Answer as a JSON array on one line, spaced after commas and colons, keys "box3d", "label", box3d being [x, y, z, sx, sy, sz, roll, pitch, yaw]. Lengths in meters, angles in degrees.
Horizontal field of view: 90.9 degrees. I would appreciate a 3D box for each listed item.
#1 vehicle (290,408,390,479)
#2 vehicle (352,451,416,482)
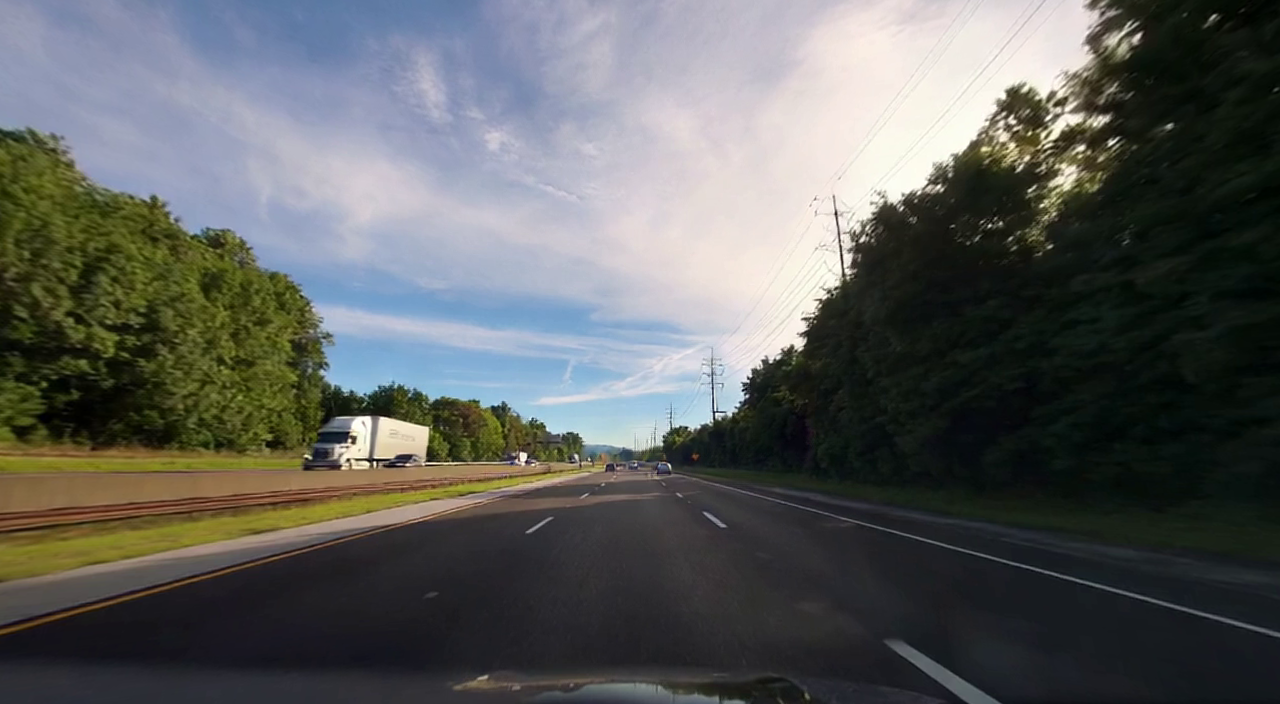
[{"box3d": [-17.939, 5.649, 38.209, 2.967, 3.923, 5.931, 1, -10, -1], "label": "vehicle"}, {"box3d": [-12.995, 5.876, 32.221, 1.691, 1.457, 3.627, 1, -10, 1], "label": "vehicle"}]
